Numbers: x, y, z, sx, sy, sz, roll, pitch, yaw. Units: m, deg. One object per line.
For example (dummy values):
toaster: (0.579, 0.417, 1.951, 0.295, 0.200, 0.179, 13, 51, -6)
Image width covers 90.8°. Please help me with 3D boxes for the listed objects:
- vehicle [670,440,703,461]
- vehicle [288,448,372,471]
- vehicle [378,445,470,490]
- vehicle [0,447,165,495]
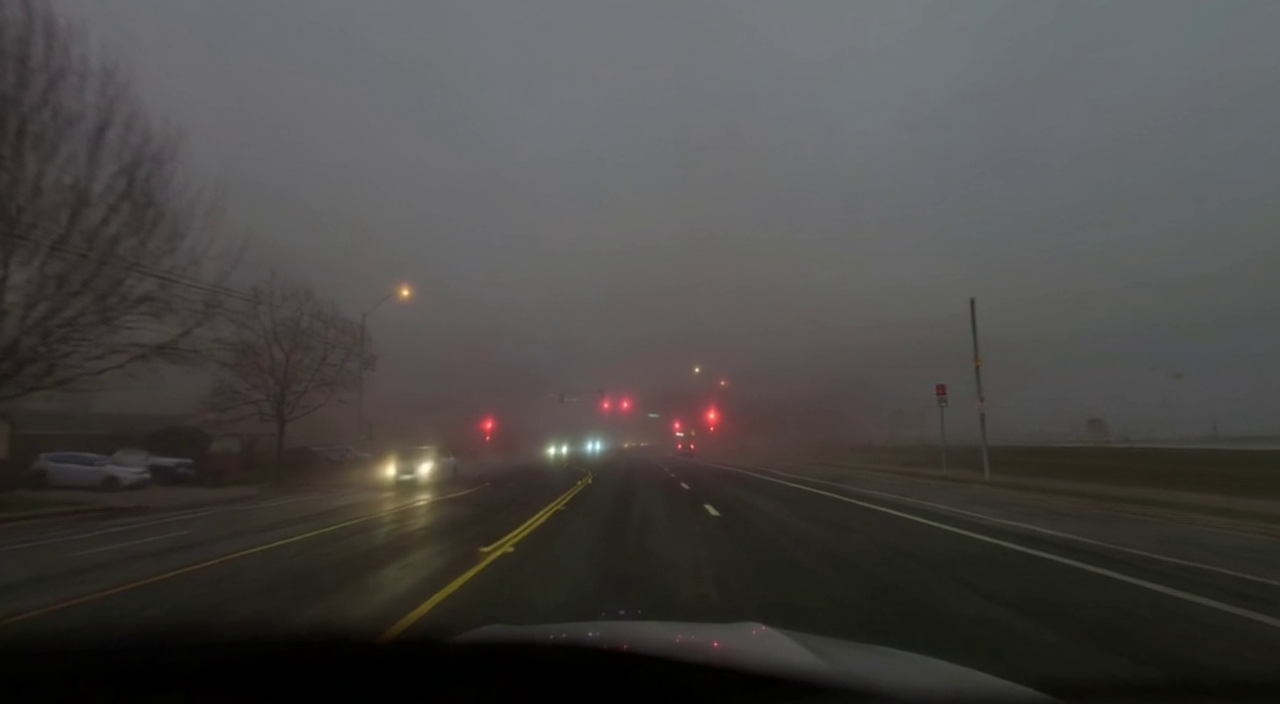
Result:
vehicle: (3.501, 7.559, 48.488, 2.133, 1.494, 4.265, 0, -9, -2)
vehicle: (-20.369, 7.093, 41.640, 4.464, 1.453, 1.931, 0, -9, -1)
vehicle: (-7.890, 4.241, 23.570, 1.931, 1.483, 4.246, 0, -9, 0)
vehicle: (-20.624, 4.361, 23.422, 4.354, 1.676, 1.905, 0, -9, -1)
